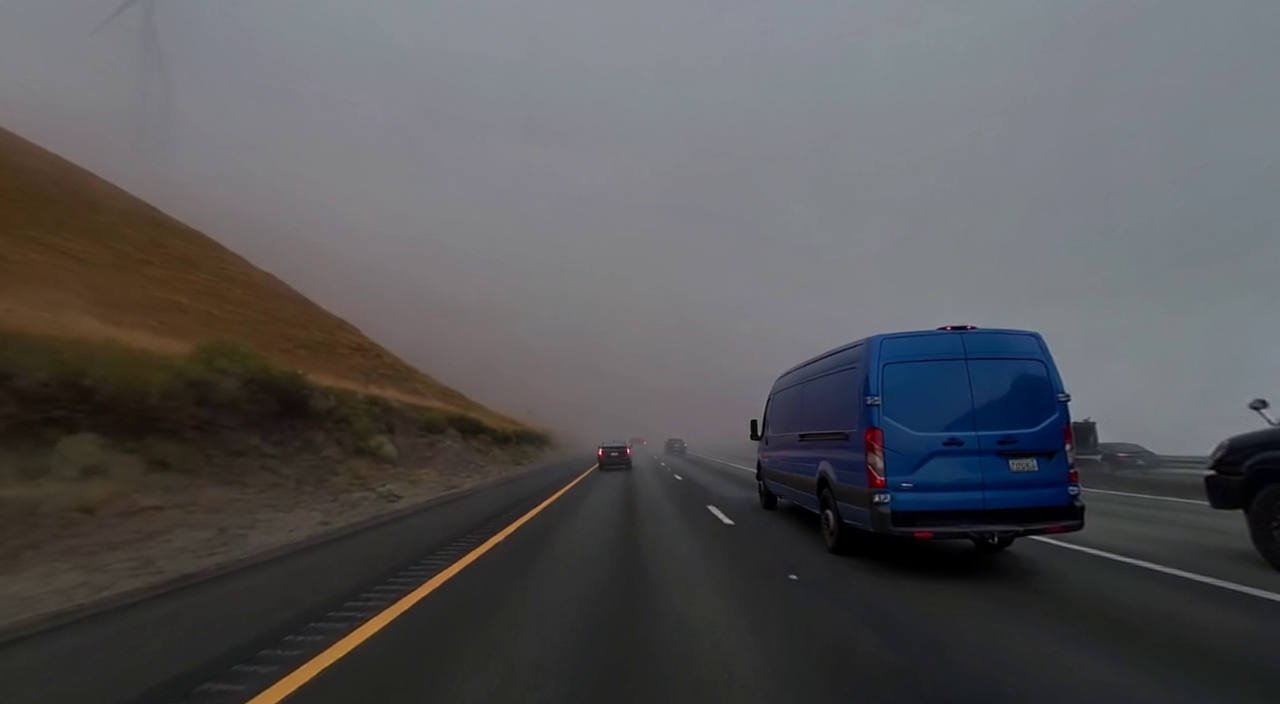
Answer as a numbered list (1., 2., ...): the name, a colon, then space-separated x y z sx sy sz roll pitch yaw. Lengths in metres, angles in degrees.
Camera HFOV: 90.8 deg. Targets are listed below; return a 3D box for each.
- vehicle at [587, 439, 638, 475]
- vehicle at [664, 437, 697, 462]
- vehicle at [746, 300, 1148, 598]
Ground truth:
1. vehicle: -1.142 4.537 27.449 2.082 1.445 3.826 0 -8 -1
2. vehicle: 2.958 7.207 46.833 2.108 1.717 3.996 0 -8 -2
3. vehicle: 3.176 1.246 8.509 2.365 2.630 5.754 0 -8 -1
